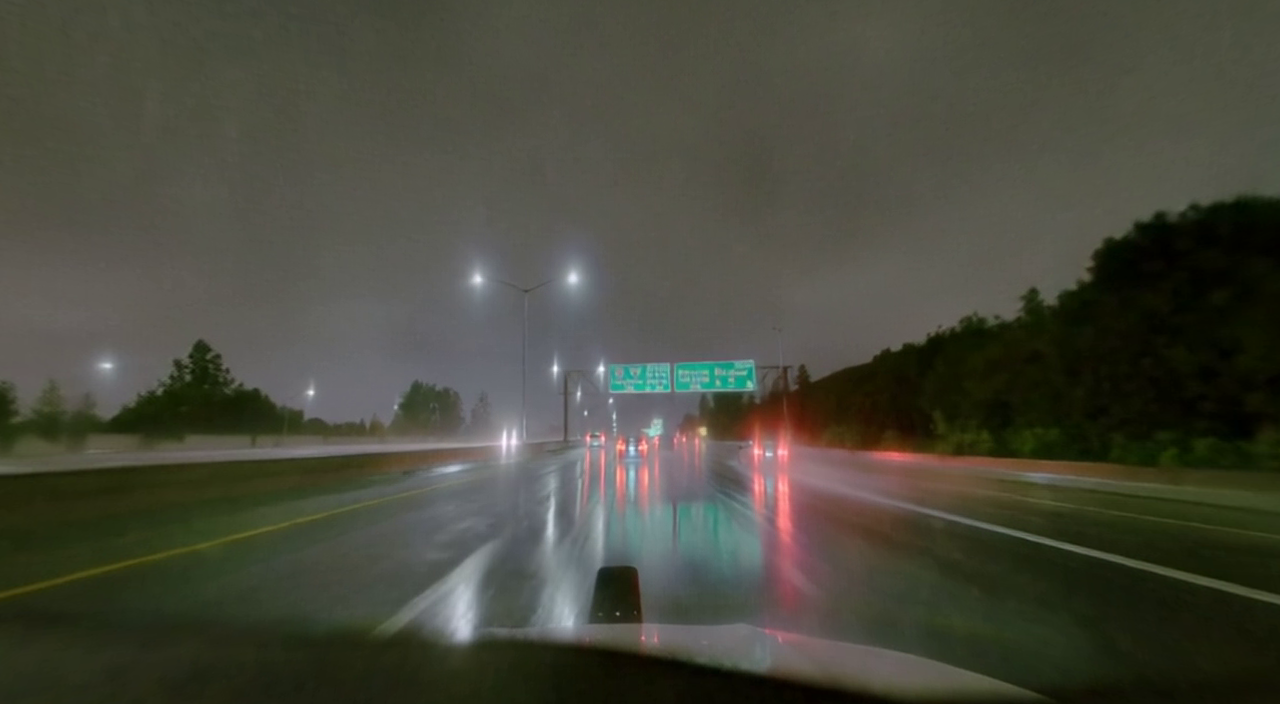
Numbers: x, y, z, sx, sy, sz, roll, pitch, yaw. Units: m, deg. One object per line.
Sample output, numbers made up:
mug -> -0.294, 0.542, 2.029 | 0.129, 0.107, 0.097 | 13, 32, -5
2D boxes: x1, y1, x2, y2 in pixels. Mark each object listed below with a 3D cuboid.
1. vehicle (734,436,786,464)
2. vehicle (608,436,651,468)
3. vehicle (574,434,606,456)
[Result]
vehicle -> 6.672, 5.513, 35.554 | 1.935, 1.478, 4.433 | 0, -9, -2
vehicle -> -0.509, 4.938, 31.277 | 1.985, 1.457, 4.227 | 0, -9, -1
vehicle -> -3.859, 7.305, 49.549 | 2.123, 1.661, 4.601 | 0, -9, 0
